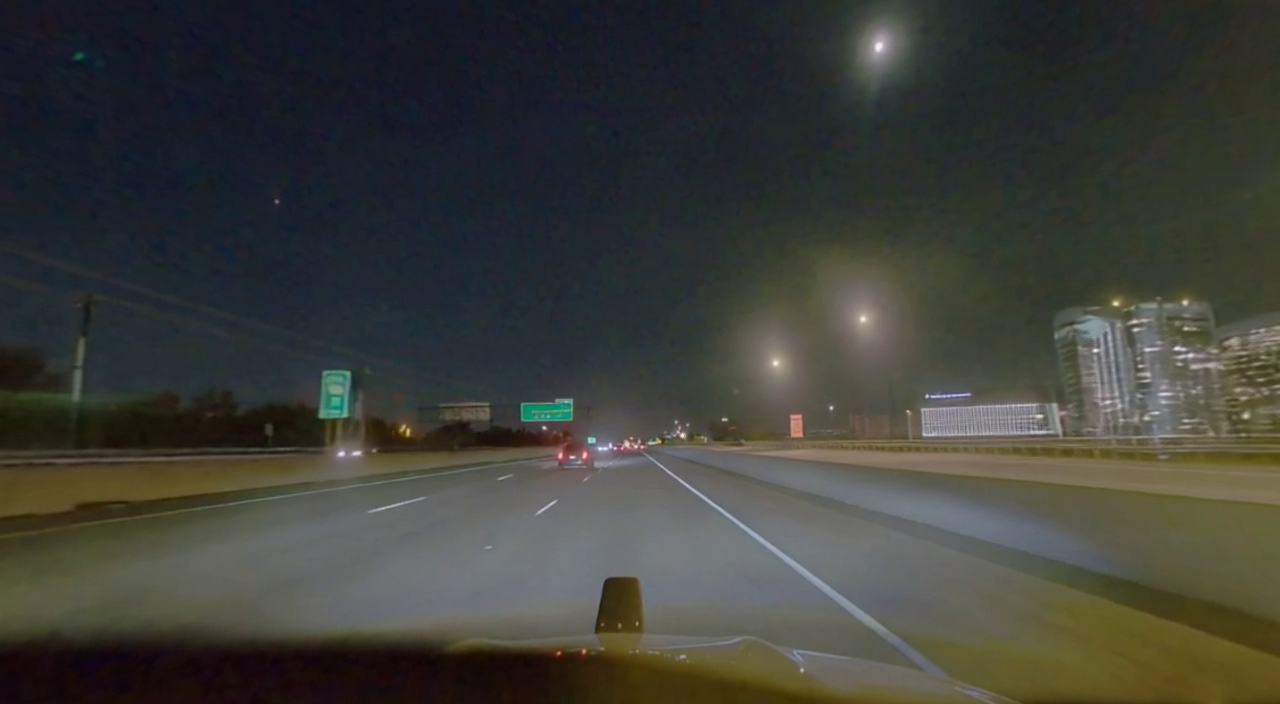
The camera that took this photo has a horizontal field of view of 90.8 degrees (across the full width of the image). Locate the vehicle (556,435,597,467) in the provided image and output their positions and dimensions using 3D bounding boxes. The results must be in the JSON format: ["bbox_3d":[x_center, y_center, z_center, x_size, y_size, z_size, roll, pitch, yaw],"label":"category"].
[{"bbox_3d":[-3.788,5.996,38.351,2.047,1.786,4.217,0,-8,0],"label":"vehicle"}]
